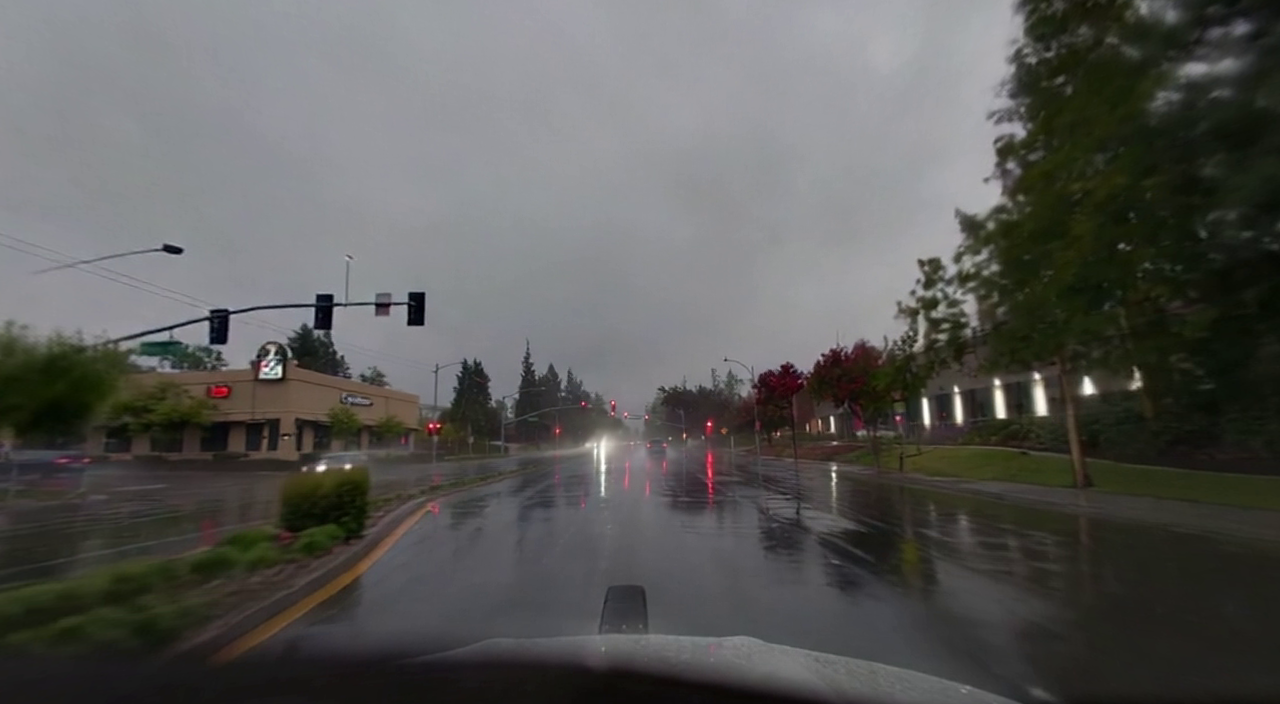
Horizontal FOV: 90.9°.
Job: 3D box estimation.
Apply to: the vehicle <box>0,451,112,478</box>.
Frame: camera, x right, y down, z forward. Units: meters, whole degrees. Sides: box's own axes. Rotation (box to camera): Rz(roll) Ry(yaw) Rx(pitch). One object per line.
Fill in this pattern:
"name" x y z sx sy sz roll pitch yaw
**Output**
"vehicle" -32.696 6.296 35.346 4.438 1.440 1.782 0 -8 -2
